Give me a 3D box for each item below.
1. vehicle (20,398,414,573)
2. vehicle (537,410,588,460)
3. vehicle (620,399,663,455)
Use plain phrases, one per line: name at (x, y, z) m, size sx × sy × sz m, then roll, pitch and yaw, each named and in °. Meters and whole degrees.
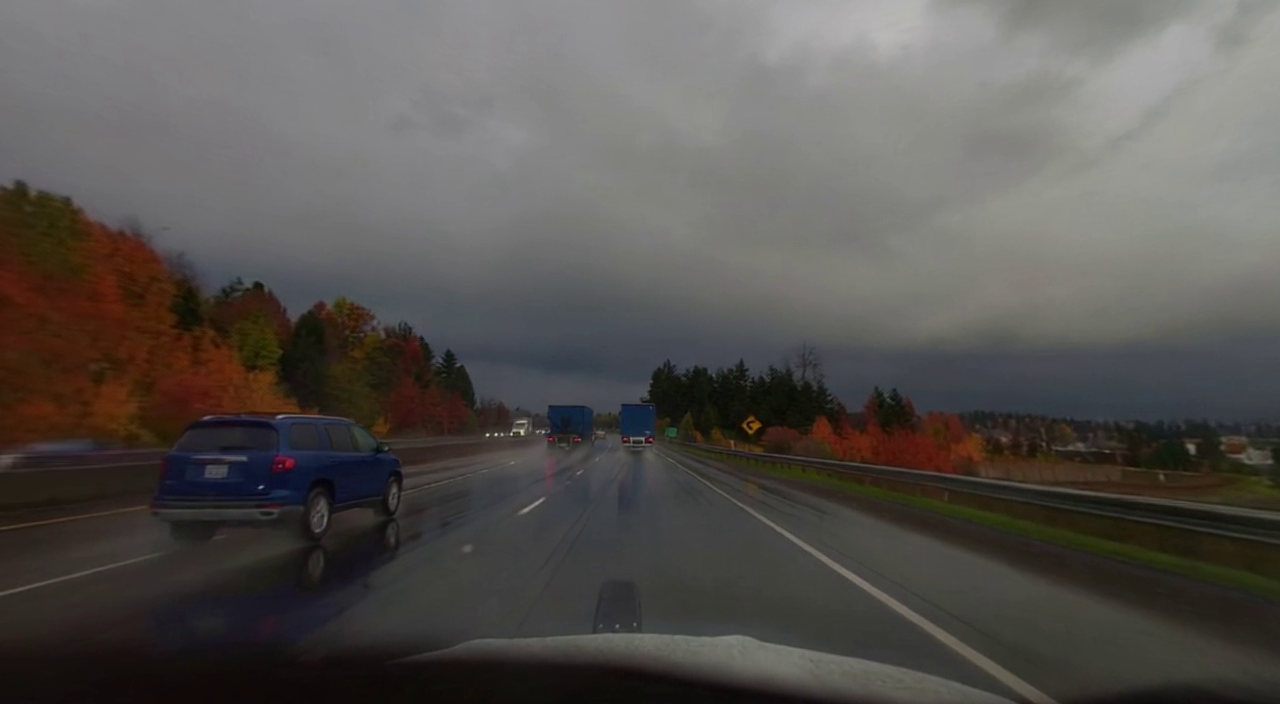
vehicle at (-4.883, 1.586, 8.348) m, size 2.089 × 1.669 × 4.515 m, roll 0°, pitch -8°, yaw 0°
vehicle at (-4.538, 5.000, 37.841) m, size 2.383 × 2.726 × 5.677 m, roll 0°, pitch -8°, yaw 0°
vehicle at (-0.046, 5.934, 49.381) m, size 3.078 × 3.955 × 8.774 m, roll 0°, pitch -8°, yaw -2°
